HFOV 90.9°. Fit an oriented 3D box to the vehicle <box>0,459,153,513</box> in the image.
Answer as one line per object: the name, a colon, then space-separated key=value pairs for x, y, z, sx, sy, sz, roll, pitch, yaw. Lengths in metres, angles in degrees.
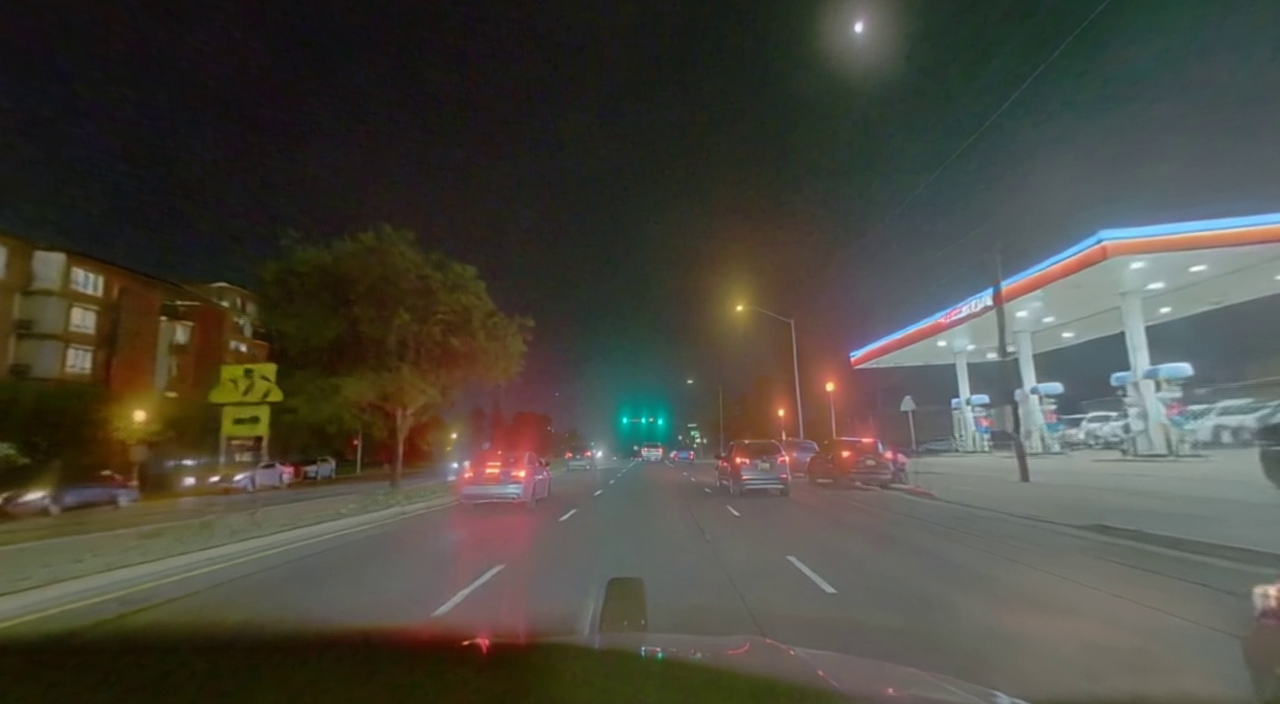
vehicle: x=-19.158 y=4.379 z=21.061 sx=1.890 sy=1.472 sz=4.769 roll=0 pitch=-8 yaw=1

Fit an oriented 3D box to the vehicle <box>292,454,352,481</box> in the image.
vehicle: x=-21.832 y=7.912 z=43.422 sx=1.821 sy=1.645 sz=4.211 roll=0 pitch=-8 yaw=1

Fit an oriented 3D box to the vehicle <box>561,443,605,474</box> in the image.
vehicle: x=-3.188 y=6.029 z=35.966 sx=1.988 sy=1.645 sz=3.995 roll=0 pitch=-8 yaw=2

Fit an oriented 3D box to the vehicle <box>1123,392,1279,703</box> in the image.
vehicle: x=3.179 y=0.654 z=0.559 sx=1.919 sy=1.502 sz=4.572 roll=0 pitch=-8 yaw=1

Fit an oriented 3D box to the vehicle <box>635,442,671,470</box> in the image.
vehicle: x=0.815 y=6.660 z=40.555 sx=2.192 sy=1.674 sz=4.124 roll=0 pitch=-8 yaw=1

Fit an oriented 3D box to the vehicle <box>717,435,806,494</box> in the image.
vehicle: x=3.830 y=3.631 z=20.805 sx=1.980 sy=1.709 sz=4.813 roll=0 pitch=-8 yaw=0

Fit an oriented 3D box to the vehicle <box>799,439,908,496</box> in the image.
vehicle: x=7.171 y=3.937 z=21.857 sx=2.417 sy=1.736 sz=5.043 roll=-1 pitch=-9 yaw=5

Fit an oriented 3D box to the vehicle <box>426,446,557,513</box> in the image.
vehicle: x=-3.361 y=2.973 z=15.251 sx=2.013 sy=1.354 sz=4.393 roll=0 pitch=-8 yaw=1

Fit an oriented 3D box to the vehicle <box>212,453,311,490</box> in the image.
vehicle: x=-18.570 y=5.850 z=31.204 sx=1.947 sy=1.616 sz=4.638 roll=0 pitch=-8 yaw=1
